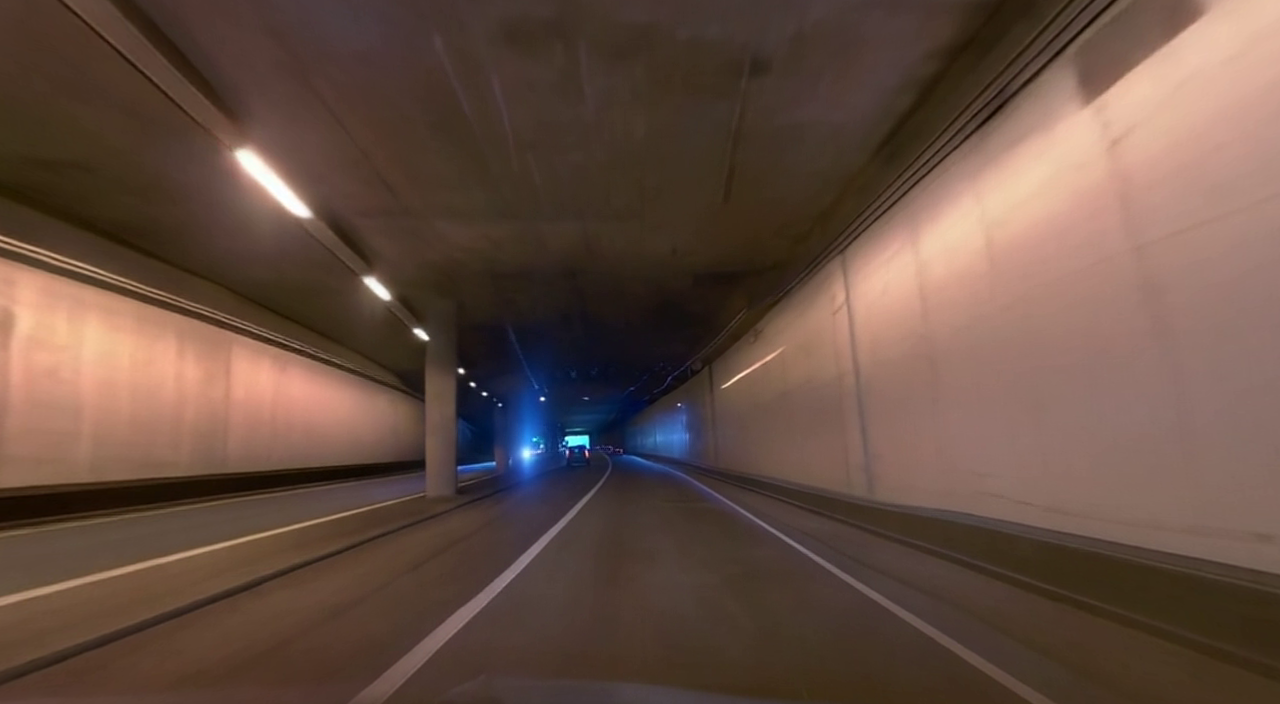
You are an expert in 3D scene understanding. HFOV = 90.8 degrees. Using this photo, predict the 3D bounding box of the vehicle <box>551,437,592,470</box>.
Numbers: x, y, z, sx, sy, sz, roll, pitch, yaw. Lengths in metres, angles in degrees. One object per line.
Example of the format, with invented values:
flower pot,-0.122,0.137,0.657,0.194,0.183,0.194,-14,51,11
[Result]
vehicle,-3.810,5.669,35.588,1.961,1.725,4.315,0,-8,-2
